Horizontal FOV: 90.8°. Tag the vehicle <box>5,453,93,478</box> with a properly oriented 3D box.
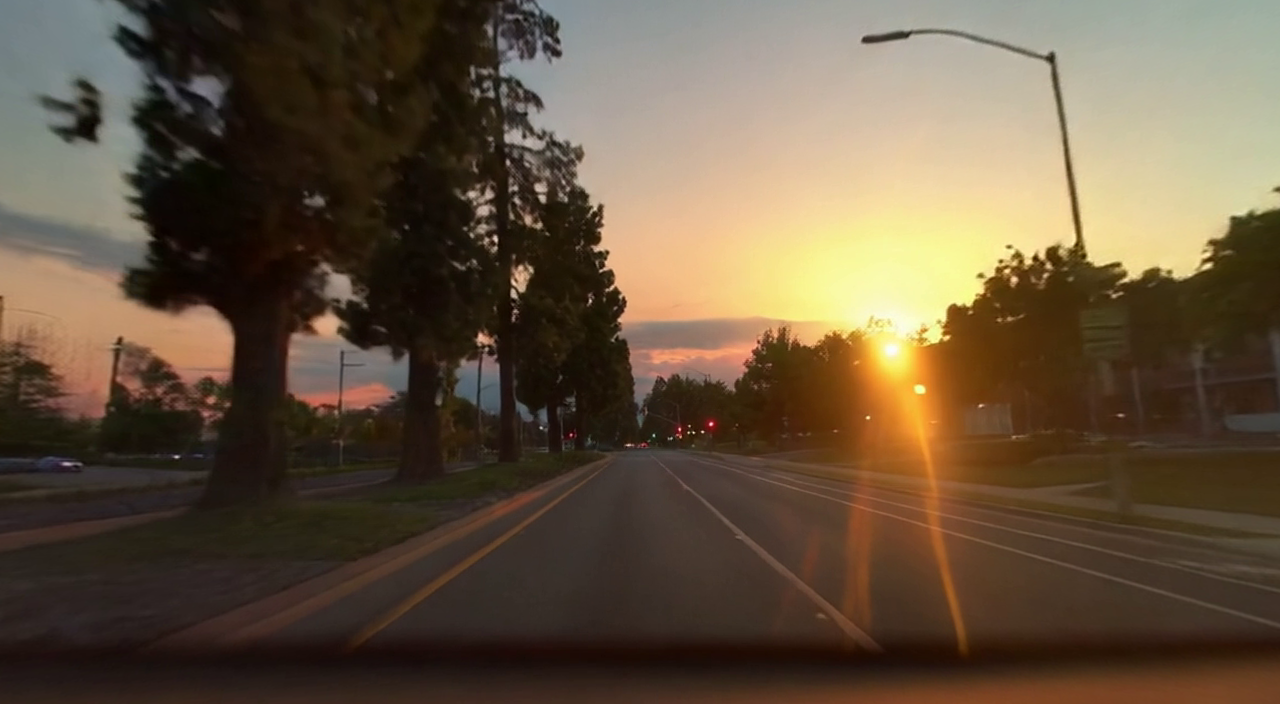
[{"bbox_3d":[-42.777,8.216,45.786,4.185,1.671,1.973,0,-9,-6],"label":"vehicle"}]
